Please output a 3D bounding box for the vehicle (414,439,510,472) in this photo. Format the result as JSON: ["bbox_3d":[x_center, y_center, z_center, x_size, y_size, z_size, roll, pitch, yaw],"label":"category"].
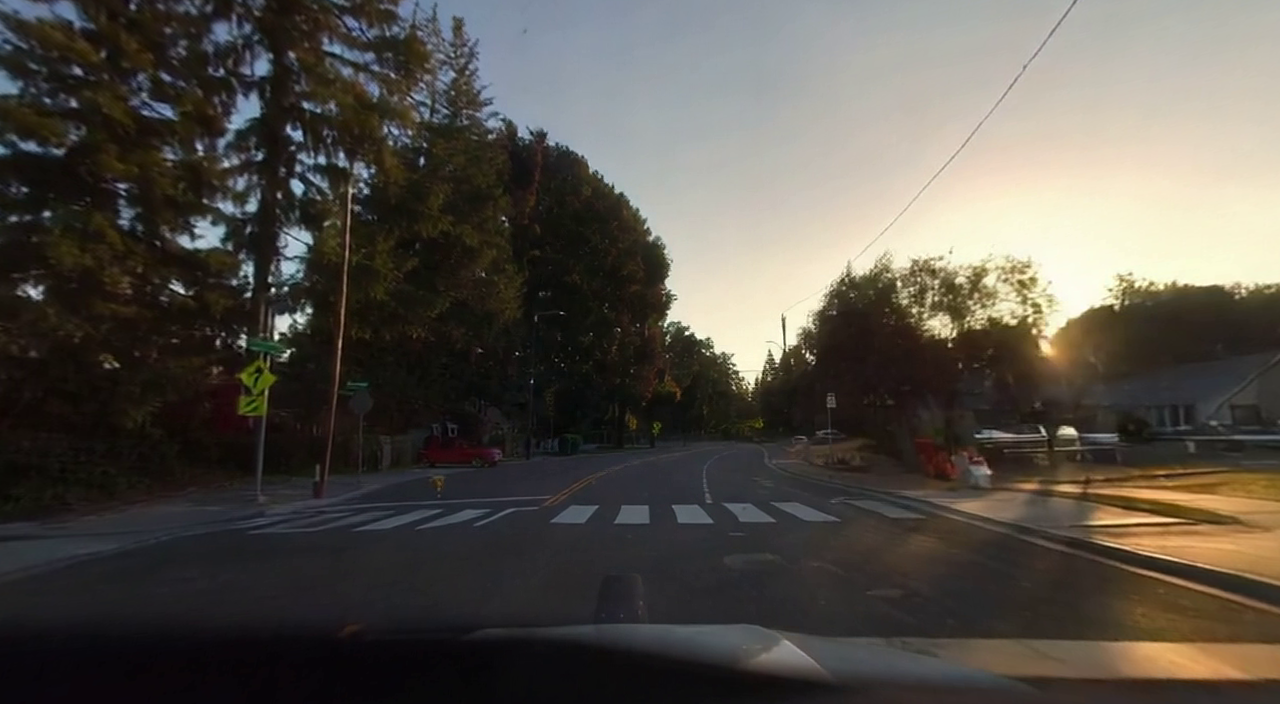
[{"bbox_3d":[-9.085,5.265,32.372,4.377,1.596,1.836,-2,-9,14],"label":"vehicle"}]
